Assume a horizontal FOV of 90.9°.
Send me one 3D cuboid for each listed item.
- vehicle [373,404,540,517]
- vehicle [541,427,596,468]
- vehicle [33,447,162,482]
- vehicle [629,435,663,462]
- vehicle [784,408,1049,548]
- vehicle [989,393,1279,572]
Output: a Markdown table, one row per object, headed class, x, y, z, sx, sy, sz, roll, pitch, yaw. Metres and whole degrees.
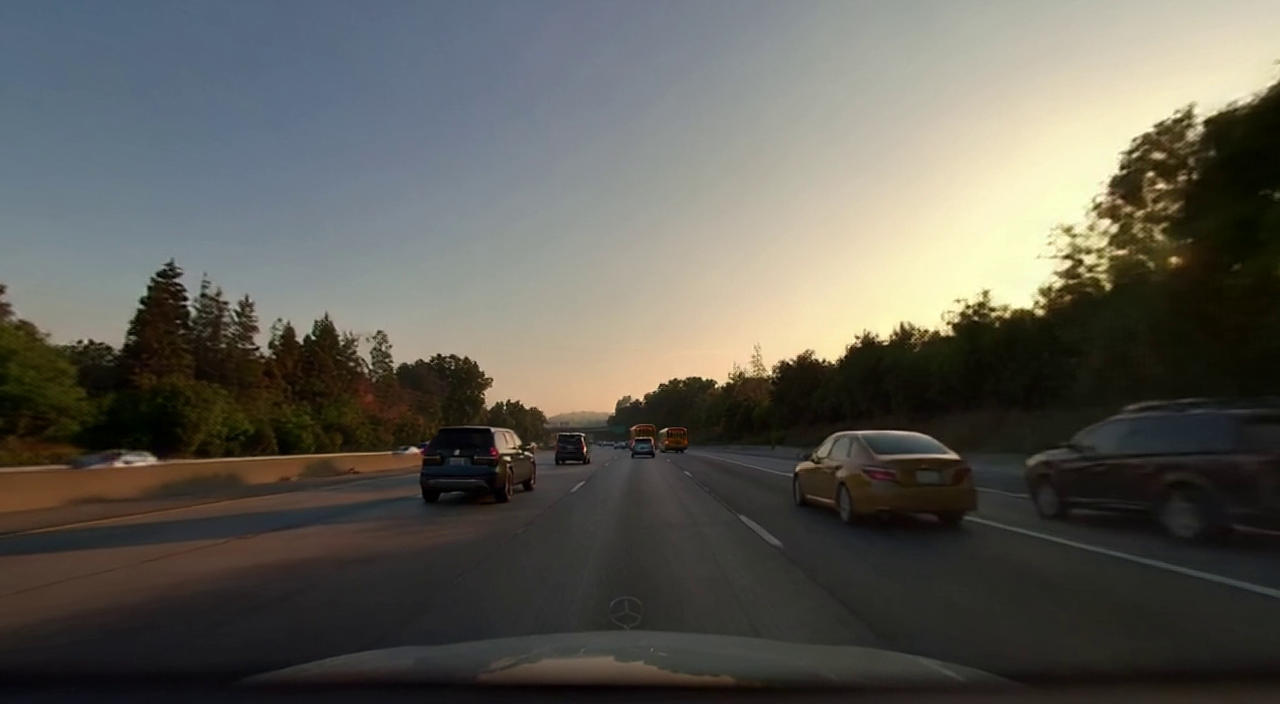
| class | x | y | z | sx | sy | sz | roll | pitch | yaw |
| --- | --- | --- | --- | --- | --- | --- | --- | --- | --- |
| vehicle | -3.489 | 2.177 | 13.034 | 2.016 | 1.898 | 4.458 | -1 | -8 | 1 |
| vehicle | -3.446 | 4.741 | 31.311 | 2.155 | 1.843 | 4.567 | 0 | -8 | 0 |
| vehicle | -26.973 | 5.577 | 31.610 | 2.280 | 1.528 | 4.692 | 0 | -8 | 0 |
| vehicle | 0.338 | 6.077 | 39.856 | 2.042 | 1.632 | 3.654 | 0 | -8 | 0 |
| vehicle | 3.864 | 1.854 | 9.976 | 2.050 | 1.661 | 4.636 | 0 | -8 | 0 |
| vehicle | 7.674 | 1.699 | 8.988 | 2.191 | 1.807 | 5.692 | 0 | -8 | 1 |
